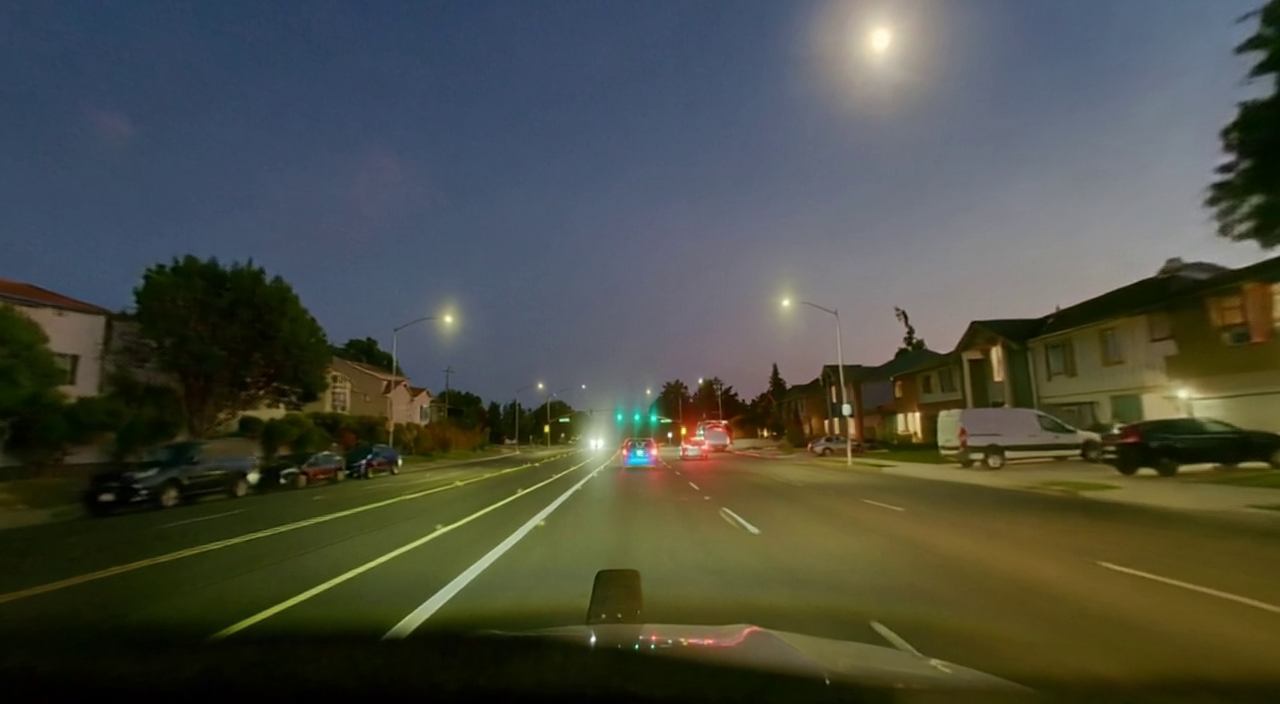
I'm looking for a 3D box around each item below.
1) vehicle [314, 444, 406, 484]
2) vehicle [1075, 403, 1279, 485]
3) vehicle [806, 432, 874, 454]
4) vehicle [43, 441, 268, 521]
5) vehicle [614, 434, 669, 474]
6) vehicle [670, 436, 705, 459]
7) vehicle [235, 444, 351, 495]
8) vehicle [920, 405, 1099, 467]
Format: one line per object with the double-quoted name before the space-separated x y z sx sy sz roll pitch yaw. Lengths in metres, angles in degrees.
"vehicle" -14.275 5.705 32.643 2.078 1.833 5.666 -1 -8 1
"vehicle" 15.083 2.519 17.461 4.481 1.988 2.065 -2 -8 -1
"vehicle" 15.184 6.904 48.139 4.456 1.520 1.911 -1 -8 -2
"vehicle" -14.474 3.809 19.593 2.351 2.008 5.971 -1 -8 -1
"vehicle" 0.027 4.223 26.311 2.093 1.497 4.010 0 -8 -1
"vehicle" 3.387 6.862 45.583 2.161 1.519 4.568 -1 -8 0
"vehicle" -14.489 4.878 26.790 2.140 1.899 4.900 -1 -8 0
"vehicle" 14.742 3.392 25.471 5.696 2.299 2.292 0 -8 -2
